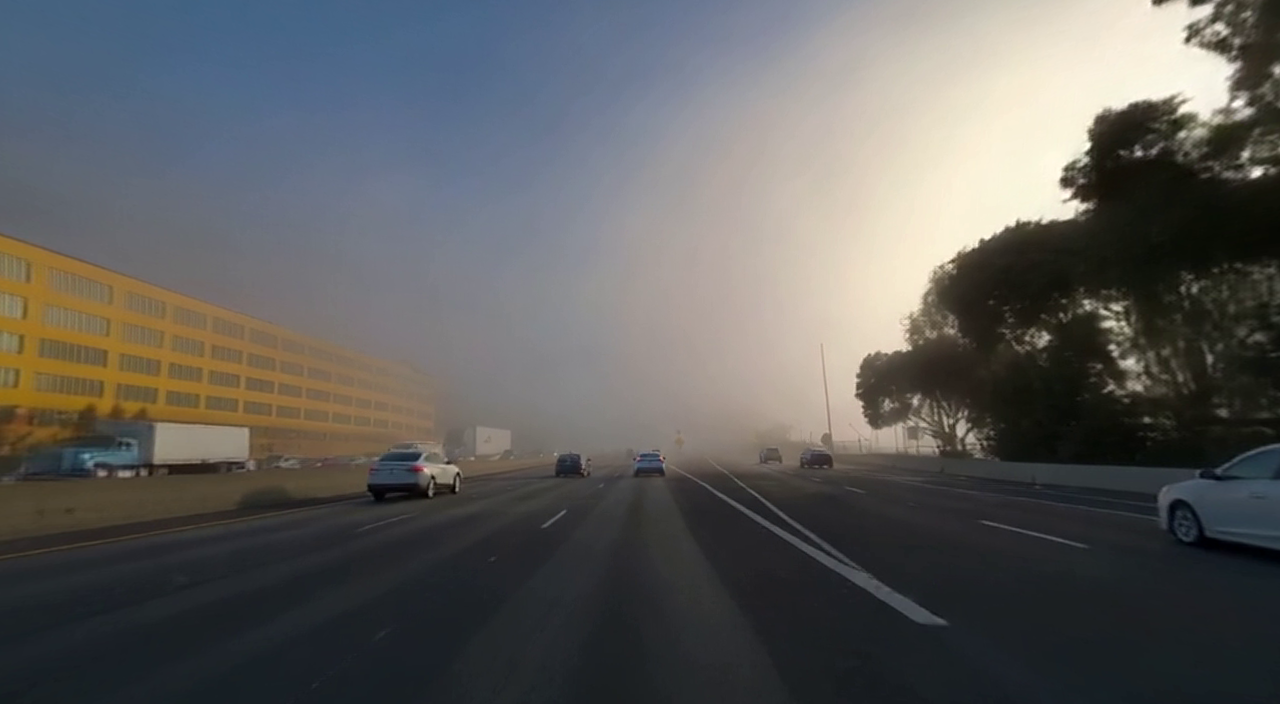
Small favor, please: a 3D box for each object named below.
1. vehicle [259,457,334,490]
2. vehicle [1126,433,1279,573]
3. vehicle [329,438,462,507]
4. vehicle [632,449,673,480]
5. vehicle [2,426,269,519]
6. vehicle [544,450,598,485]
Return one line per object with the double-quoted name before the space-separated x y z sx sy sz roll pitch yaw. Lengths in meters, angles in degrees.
"vehicle" -20.074 7.088 37.119 1.853 1.671 4.525 -1 -8 1
"vehicle" 7.816 1.595 6.656 1.966 1.484 4.610 -1 -9 5
"vehicle" -7.262 3.600 19.414 2.106 1.827 4.814 -1 -8 1
"vehicle" 0.663 6.178 34.792 2.107 1.538 3.999 -1 -8 1
"vehicle" -12.698 3.057 16.681 2.133 1.970 5.950 -1 -8 0
"vehicle" -3.344 5.668 31.337 2.059 1.508 4.662 -1 -8 1
